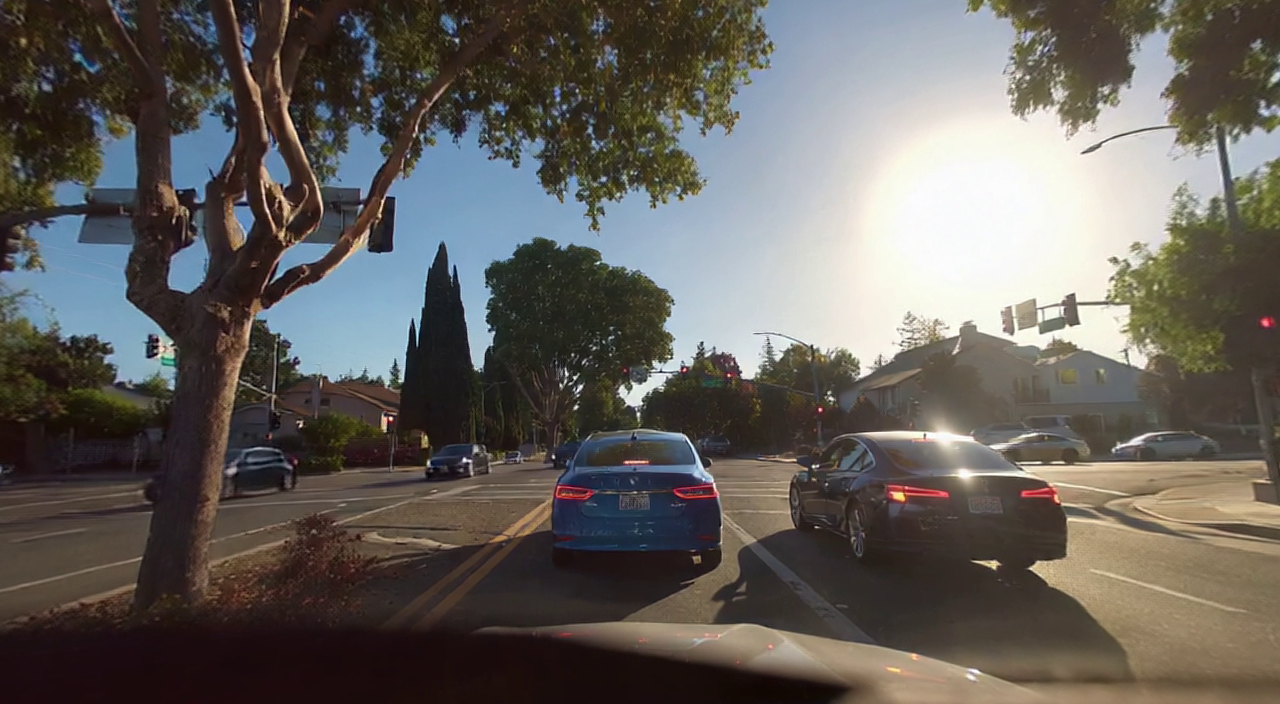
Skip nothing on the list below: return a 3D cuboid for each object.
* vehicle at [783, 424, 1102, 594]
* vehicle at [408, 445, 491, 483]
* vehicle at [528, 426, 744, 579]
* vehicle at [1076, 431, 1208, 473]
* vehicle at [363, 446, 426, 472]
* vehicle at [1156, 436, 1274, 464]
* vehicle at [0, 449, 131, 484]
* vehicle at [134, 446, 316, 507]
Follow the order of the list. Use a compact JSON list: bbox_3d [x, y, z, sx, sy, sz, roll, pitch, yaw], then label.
[{"bbox_3d":[3.183,1.716,7.781,1.913,1.505,4.097,0,-8,0],"label":"vehicle"},{"bbox_3d":[-7.563,4.482,25.575,2.040,1.374,4.150,0,-8,1],"label":"vehicle"},{"bbox_3d":[-0.053,1.778,8.272,2.103,1.478,4.073,0,-8,0],"label":"vehicle"},{"bbox_3d":[24.000,4.784,30.327,4.520,1.762,2.005,-2,-8,-1],"label":"vehicle"},{"bbox_3d":[-17.090,7.456,44.279,1.893,1.658,4.474,-2,-9,12],"label":"vehicle"},{"bbox_3d":[30.563,5.222,33.659,4.489,1.432,1.790,0,-9,0],"label":"vehicle"},{"bbox_3d":[-28.151,5.602,31.064,4.538,1.591,1.949,0,-8,1],"label":"vehicle"},{"bbox_3d":[-11.361,3.388,17.775,2.125,1.476,4.385,0,-8,0],"label":"vehicle"}]
